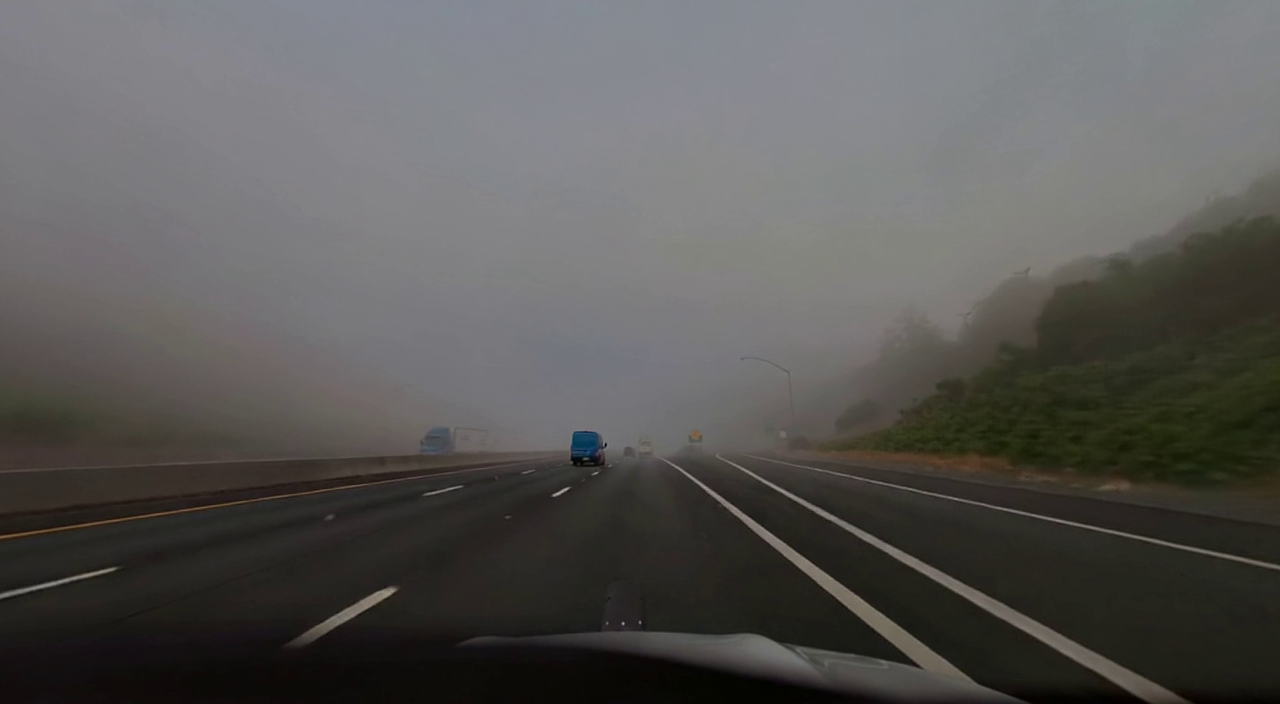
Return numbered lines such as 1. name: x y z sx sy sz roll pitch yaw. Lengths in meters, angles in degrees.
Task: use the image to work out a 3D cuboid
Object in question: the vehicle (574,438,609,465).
1. vehicle: -3.528 7.309 46.295 2.169 1.849 4.639 0 -8 0
